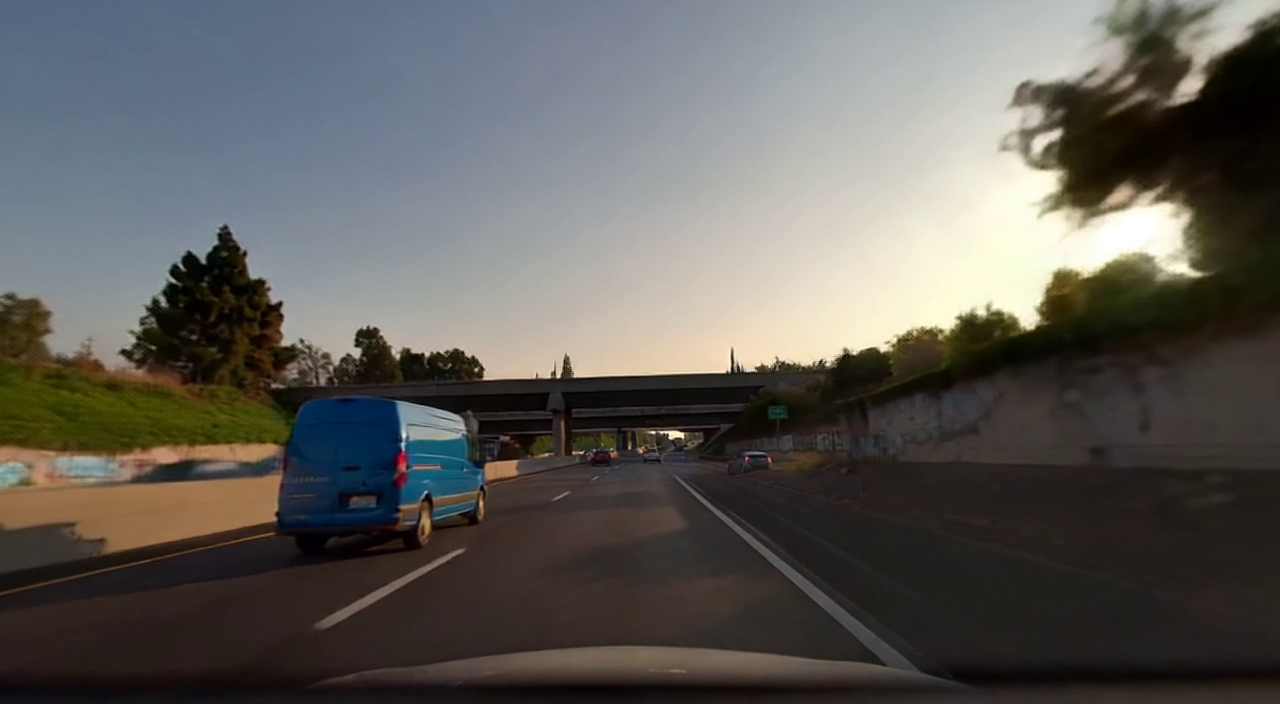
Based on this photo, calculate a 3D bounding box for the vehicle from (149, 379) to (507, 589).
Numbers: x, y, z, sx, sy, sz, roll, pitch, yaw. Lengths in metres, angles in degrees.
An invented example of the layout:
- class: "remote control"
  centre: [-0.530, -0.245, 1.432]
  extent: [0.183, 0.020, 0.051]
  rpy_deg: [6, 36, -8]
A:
- class: "vehicle"
  centre: [-3.584, 1.666, 8.769]
  extent: [2.310, 2.030, 5.094]
  rpy_deg: [0, -9, 0]
